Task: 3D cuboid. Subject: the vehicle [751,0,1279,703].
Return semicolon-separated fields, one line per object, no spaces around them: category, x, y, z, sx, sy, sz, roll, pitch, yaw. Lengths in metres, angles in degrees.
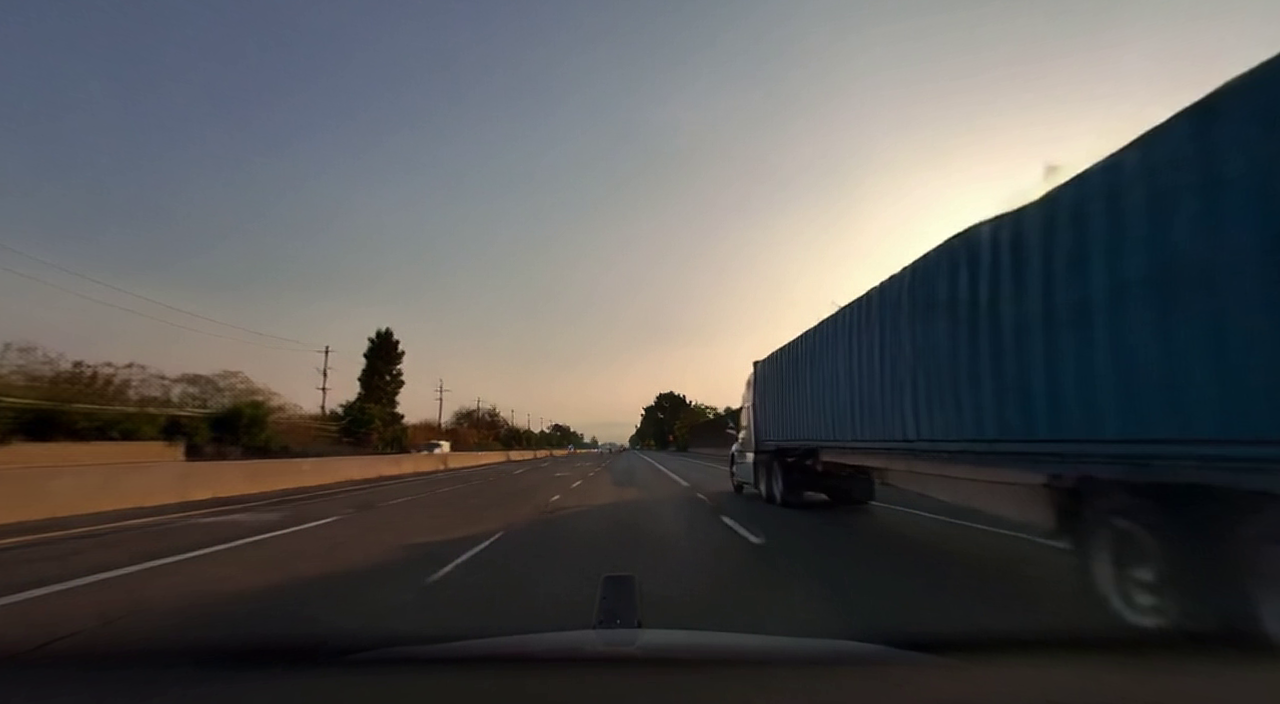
vehicle;4.064;0.305;7.075;2.922;3.905;14.151;0;-9;0
